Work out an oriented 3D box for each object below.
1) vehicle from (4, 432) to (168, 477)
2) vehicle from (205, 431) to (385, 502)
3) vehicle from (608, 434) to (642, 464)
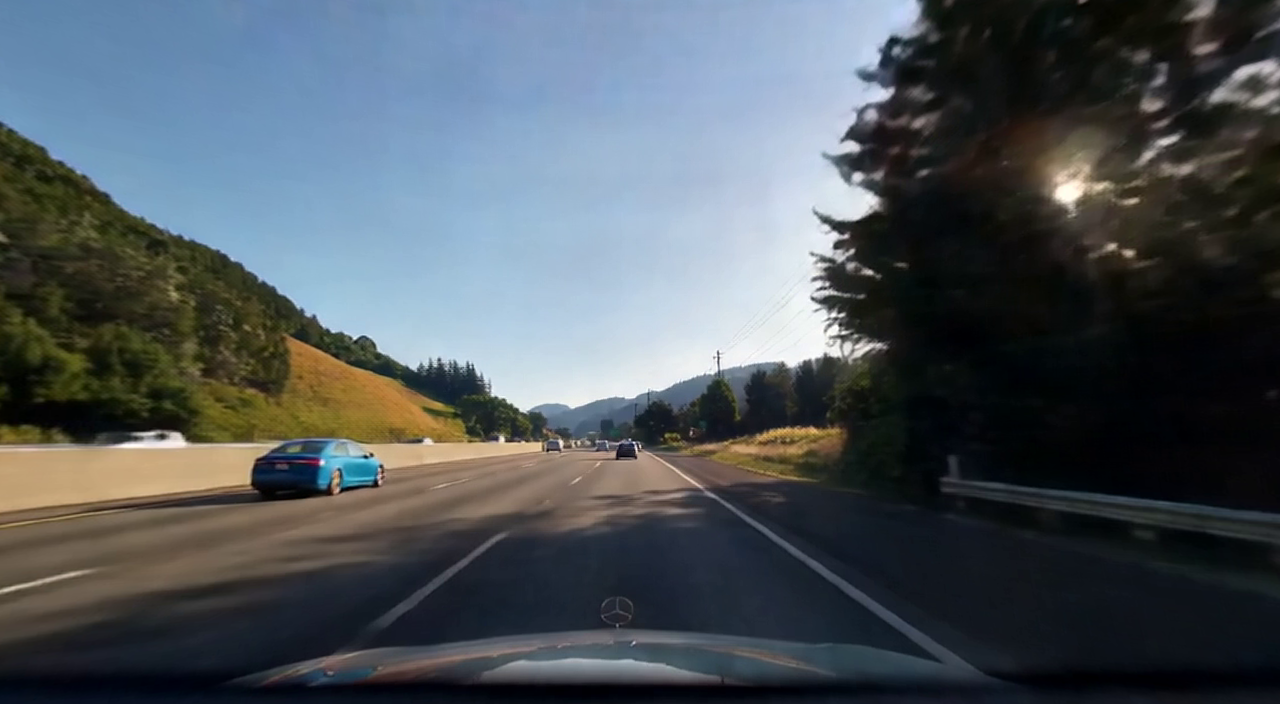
[{"bbox_3d":[-20.025,3.715,23.087,1.892,1.454,4.599,0,-8,-1],"label":"vehicle"},{"bbox_3d":[-8.230,2.750,15.584,2.047,1.486,4.306,0,-8,0],"label":"vehicle"},{"bbox_3d":[-0.925,6.033,39.264,2.040,1.715,3.906,0,-8,-1],"label":"vehicle"}]
